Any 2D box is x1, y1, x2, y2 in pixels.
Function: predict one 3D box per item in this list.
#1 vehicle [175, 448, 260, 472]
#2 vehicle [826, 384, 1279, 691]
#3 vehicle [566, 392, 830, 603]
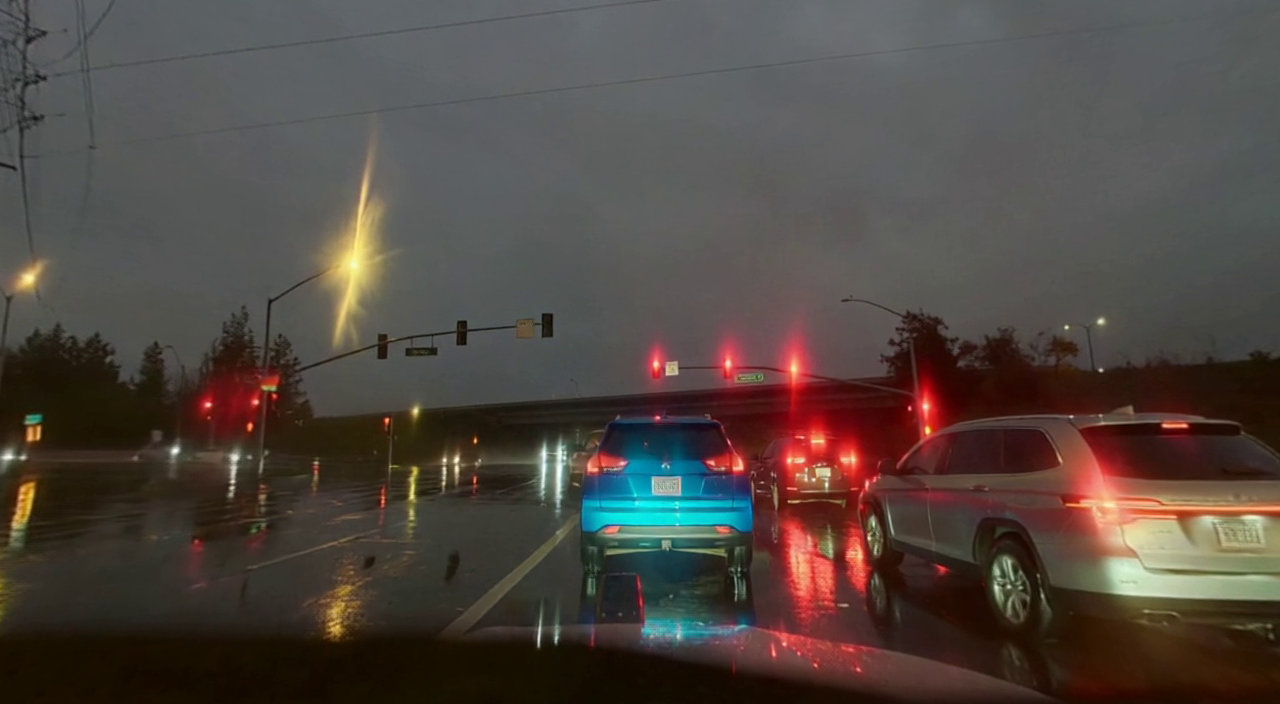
[{"bbox_3d":[-26.500,6.743,39.602,4.647,1.453,1.881,-3,-9,19],"label":"vehicle"},{"bbox_3d":[3.401,1.339,5.785,1.990,1.649,4.625,0,-8,0],"label":"vehicle"},{"bbox_3d":[0.443,1.557,7.621,2.240,1.778,4.335,0,-8,-1],"label":"vehicle"}]
